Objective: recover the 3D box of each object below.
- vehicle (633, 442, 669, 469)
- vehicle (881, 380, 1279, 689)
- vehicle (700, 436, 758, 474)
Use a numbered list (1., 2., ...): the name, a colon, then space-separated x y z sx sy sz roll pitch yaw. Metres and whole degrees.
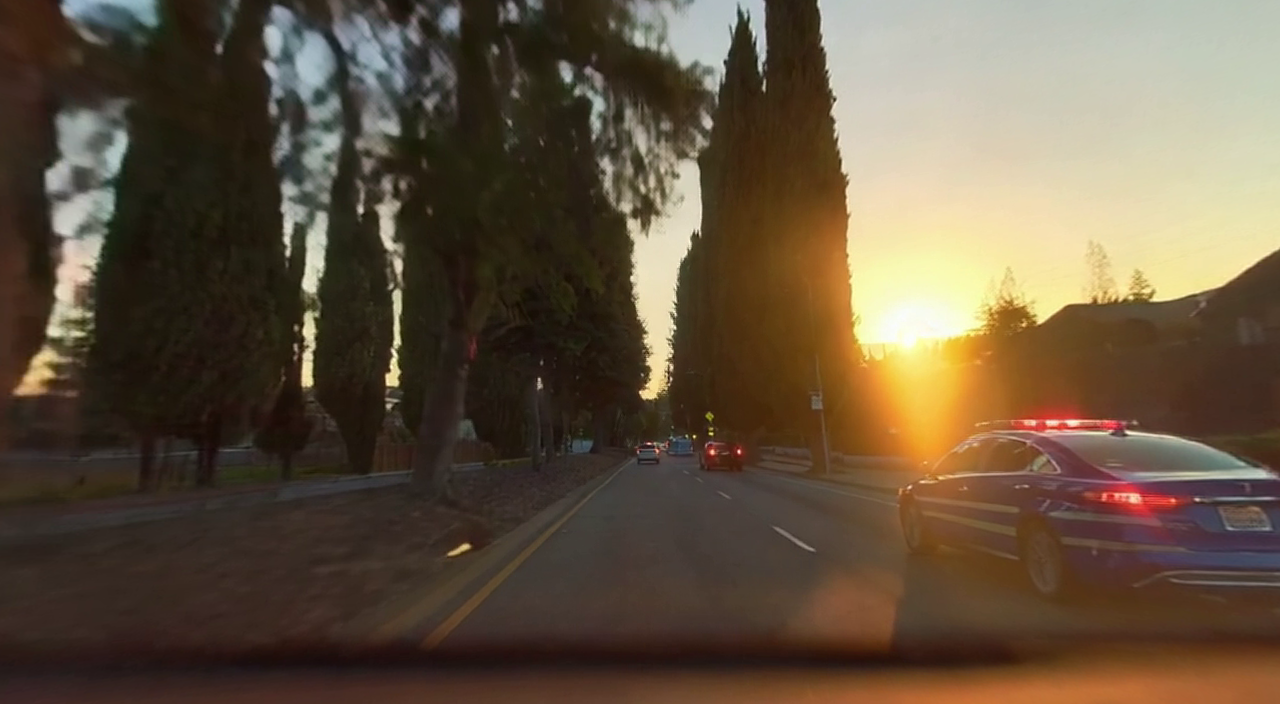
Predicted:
1. vehicle: 0.586 6.127 37.537 2.026 1.466 4.282 0 -9 0
2. vehicle: 3.956 1.277 5.499 2.052 1.639 4.123 0 -9 0
3. vehicle: 4.189 4.926 30.327 2.110 1.666 3.912 0 -9 -1
